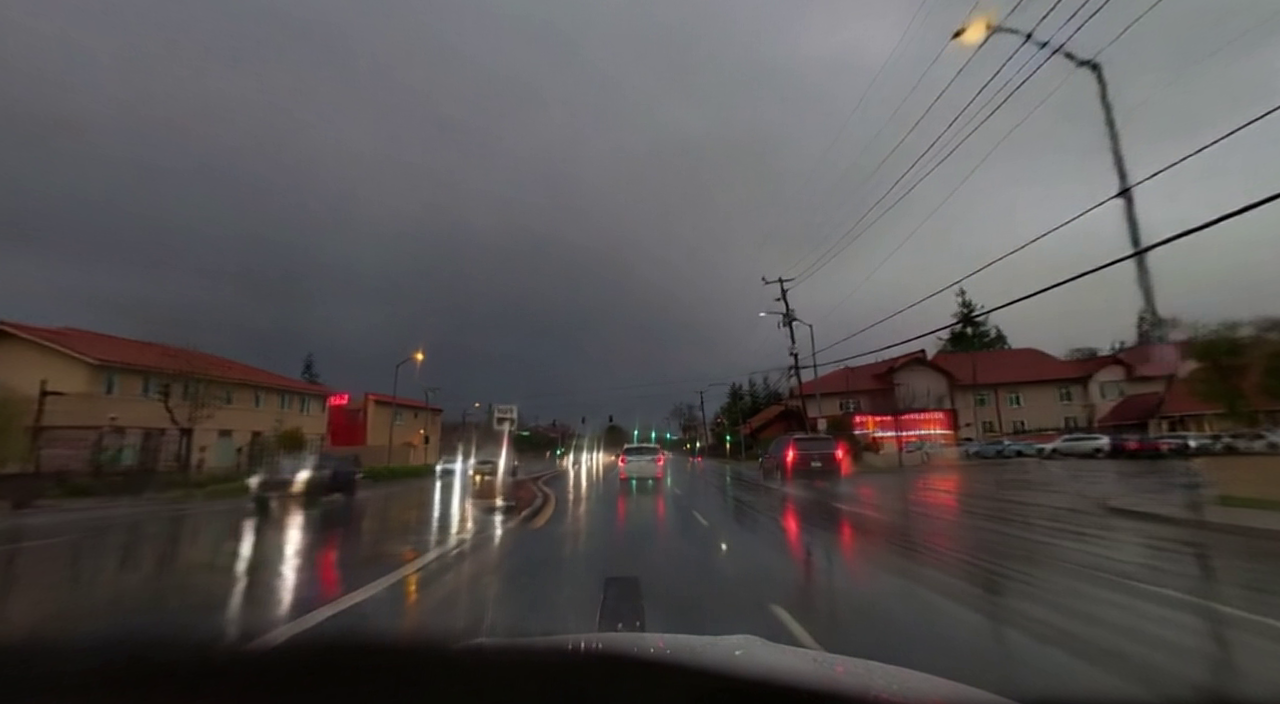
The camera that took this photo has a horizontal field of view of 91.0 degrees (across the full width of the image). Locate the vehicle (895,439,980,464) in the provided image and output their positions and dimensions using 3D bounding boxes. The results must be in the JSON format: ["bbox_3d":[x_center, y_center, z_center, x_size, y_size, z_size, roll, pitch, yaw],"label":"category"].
[{"bbox_3d":[18.942,6.360,40.178,4.415,1.519,1.907,0,-9,1],"label":"vehicle"}]

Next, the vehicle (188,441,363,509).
[{"bbox_3d":[-11.310,3.844,20.261,2.193,1.851,5.705,0,-9,0],"label":"vehicle"}]

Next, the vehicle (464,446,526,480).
[{"bbox_3d":[-8.014,6.169,35.343,2.283,1.715,4.918,-1,-9,1],"label":"vehicle"}]

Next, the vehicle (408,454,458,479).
[{"bbox_3d":[-14.524,8.020,44.456,1.950,1.611,4.472,0,-9,0],"label":"vehicle"}]

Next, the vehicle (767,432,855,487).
[{"bbox_3d":[6.348,4.051,23.966,2.061,1.889,4.268,0,-9,-1],"label":"vehicle"}]

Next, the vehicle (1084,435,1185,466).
[{"bbox_3d":[30.426,6.076,38.851,4.557,1.635,1.935,-3,-8,-3],"label":"vehicle"}]

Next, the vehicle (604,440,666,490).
[{"bbox_3d":[-0.212,4.255,23.978,2.138,1.702,4.168,0,-9,-1],"label":"vehicle"}]
